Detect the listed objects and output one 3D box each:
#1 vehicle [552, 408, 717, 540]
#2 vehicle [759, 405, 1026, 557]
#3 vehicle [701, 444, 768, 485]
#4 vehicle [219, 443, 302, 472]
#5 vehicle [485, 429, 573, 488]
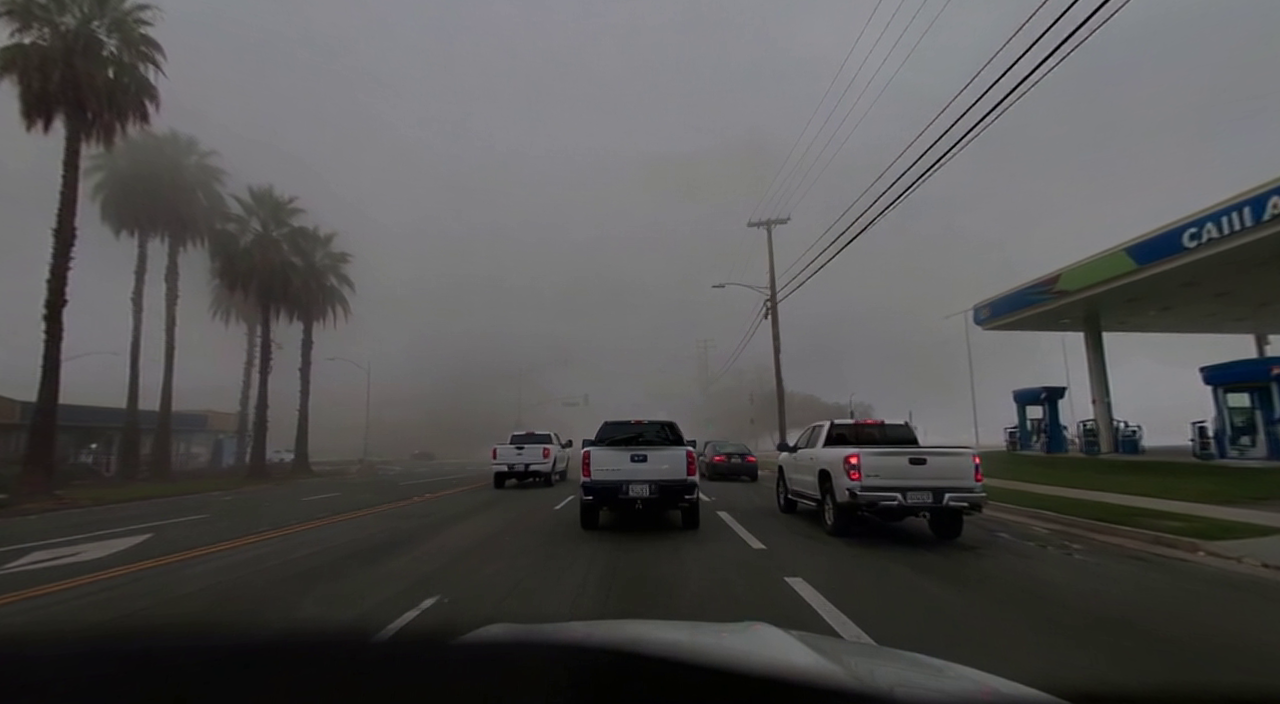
[{"bbox_3d":[-0.015,2.110,11.572,2.295,1.835,5.471,0,-8,1],"label":"vehicle"},{"bbox_3d":[3.604,1.978,10.465,2.120,1.828,5.531,0,-8,0],"label":"vehicle"},{"bbox_3d":[3.448,4.167,23.545,1.901,1.401,3.965,0,-8,0],"label":"vehicle"},{"bbox_3d":[-29.052,8.086,48.456,2.543,2.092,6.613,0,-8,-3],"label":"vehicle"},{"bbox_3d":[-3.655,3.612,21.636,2.071,1.811,4.605,0,-8,2],"label":"vehicle"}]
